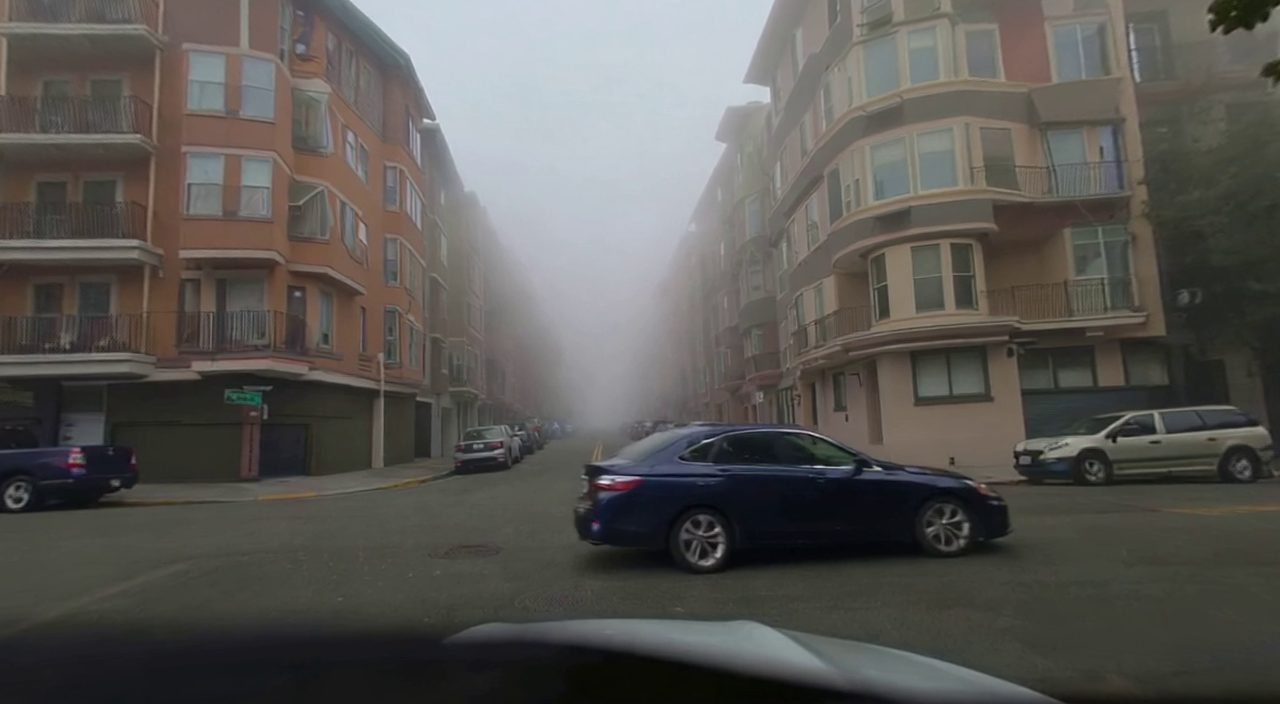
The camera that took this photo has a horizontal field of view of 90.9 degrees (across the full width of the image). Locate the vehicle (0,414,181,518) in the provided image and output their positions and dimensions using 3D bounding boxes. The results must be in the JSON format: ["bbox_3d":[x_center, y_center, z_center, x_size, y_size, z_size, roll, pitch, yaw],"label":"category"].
[{"bbox_3d":[-11.155,1.927,10.934,4.679,1.631,2.025,0,-8,-2],"label":"vehicle"}]

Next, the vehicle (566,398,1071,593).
[{"bbox_3d":[1.521,1.288,6.413,4.469,1.566,1.993,1,-6,-7],"label":"vehicle"}]

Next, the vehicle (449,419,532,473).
[{"bbox_3d":[-4.403,2.821,19.090,1.882,1.459,3.518,0,-8,-4],"label":"vehicle"}]

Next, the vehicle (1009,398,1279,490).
[{"bbox_3d":[9.729,1.666,11.520,4.711,1.506,1.983,0,-8,-3],"label":"vehicle"}]
